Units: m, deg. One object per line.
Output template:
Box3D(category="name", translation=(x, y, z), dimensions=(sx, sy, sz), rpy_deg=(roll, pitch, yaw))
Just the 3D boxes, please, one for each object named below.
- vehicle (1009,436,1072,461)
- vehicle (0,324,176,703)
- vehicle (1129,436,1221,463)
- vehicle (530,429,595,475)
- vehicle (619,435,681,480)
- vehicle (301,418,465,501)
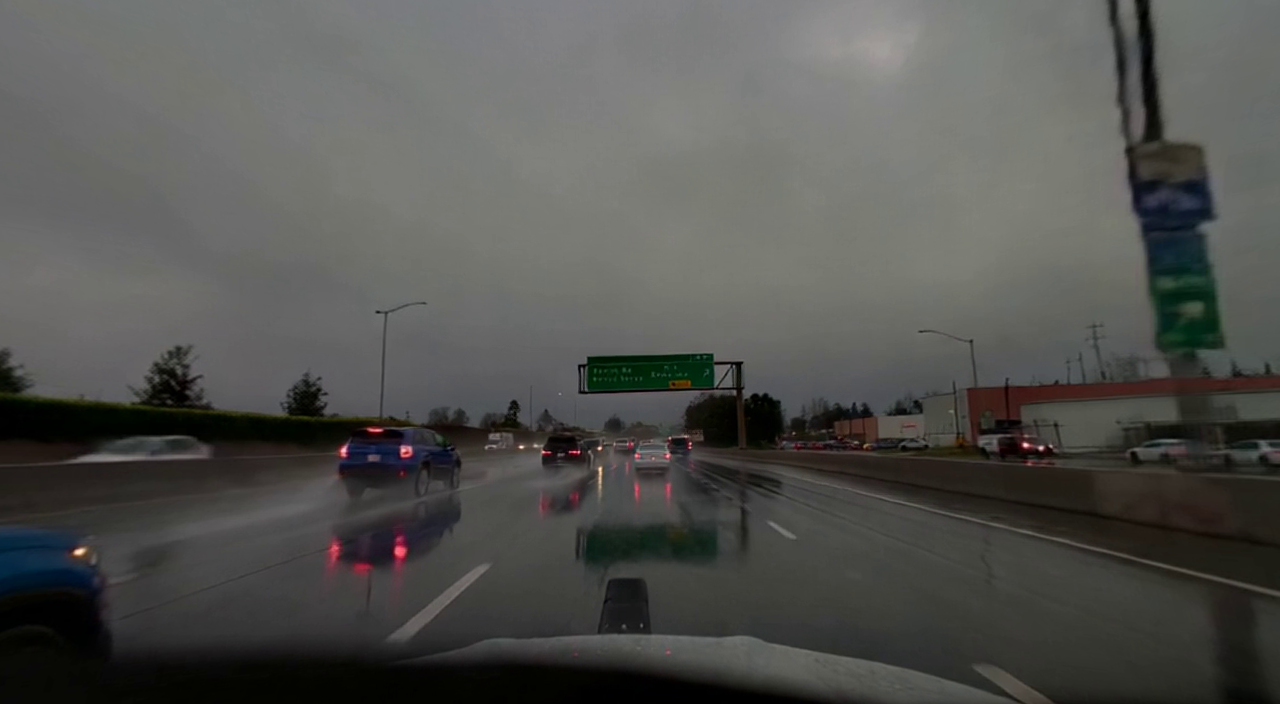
Box3D(category="vehicle", translation=(30.977, 7.439, 48.981), dimensions=(1.858, 1.741, 4.683), rpy_deg=(-2, -7, 1))
Box3D(category="vehicle", translation=(-3.221, 0.536, 0.716), dimensions=(1.961, 1.687, 4.453), rpy_deg=(0, -8, 0))
Box3D(category="vehicle", translation=(30.478, 5.564, 36.115), dimensions=(1.656, 1.442, 4.167), rpy_deg=(0, -8, 1))
Box3D(category="vehicle", translation=(-3.051, 4.058, 25.813), dimensions=(2.007, 1.730, 4.412), rpy_deg=(0, -8, 1))
Box3D(category="vehicle", translation=(0.368, 3.848, 23.277), dimensions=(2.090, 1.474, 3.970), rpy_deg=(0, -8, 1))
Box3D(category="vehicle", translation=(-6.312, 2.705, 16.270), dimensions=(2.125, 1.804, 4.864), rpy_deg=(0, -8, 1))
